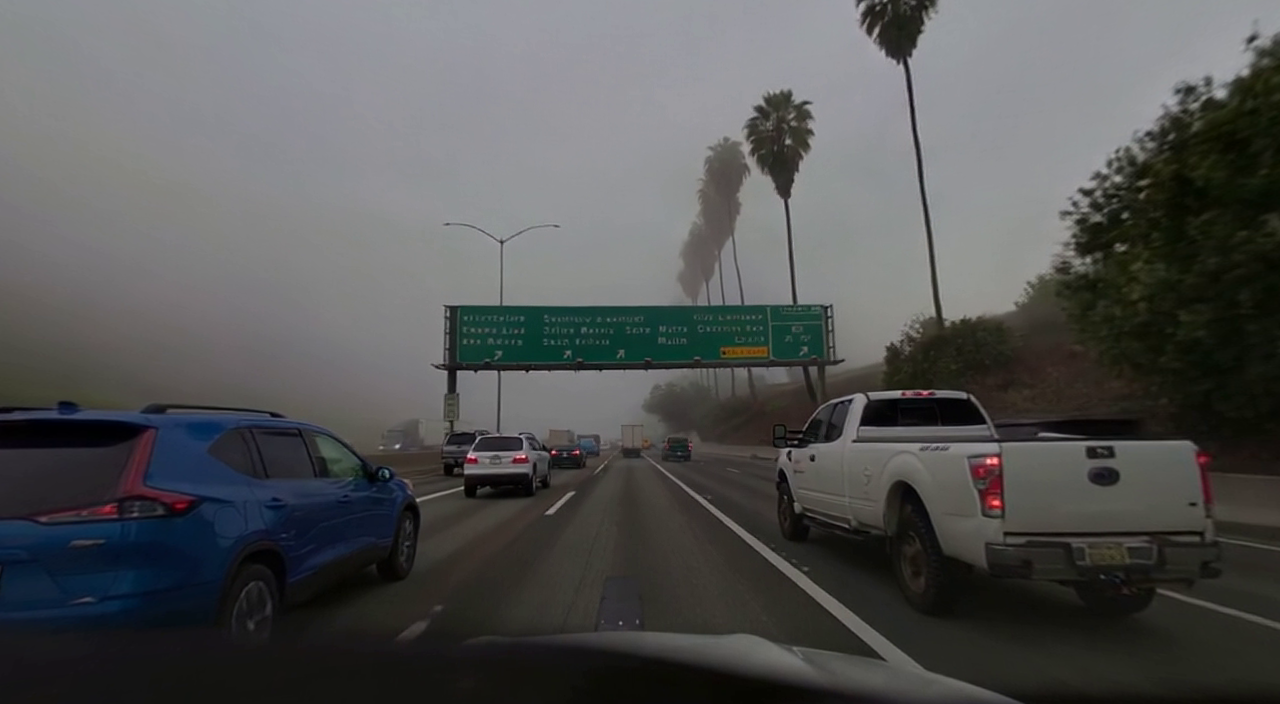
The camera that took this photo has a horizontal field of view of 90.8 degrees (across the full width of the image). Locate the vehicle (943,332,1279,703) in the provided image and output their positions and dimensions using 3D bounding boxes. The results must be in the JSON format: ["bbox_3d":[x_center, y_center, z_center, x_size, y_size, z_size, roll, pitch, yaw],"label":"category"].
[{"bbox_3d":[3.174,0.634,2.155,1.859,1.416,4.695,0,-9,-1],"label":"vehicle"}]

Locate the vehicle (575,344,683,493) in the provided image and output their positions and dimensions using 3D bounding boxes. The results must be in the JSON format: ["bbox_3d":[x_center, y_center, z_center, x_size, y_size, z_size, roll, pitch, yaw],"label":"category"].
[{"bbox_3d":[-0.167,2.607,22.610,2.906,4.040,10.743,-1,-9,1],"label":"vehicle"}]

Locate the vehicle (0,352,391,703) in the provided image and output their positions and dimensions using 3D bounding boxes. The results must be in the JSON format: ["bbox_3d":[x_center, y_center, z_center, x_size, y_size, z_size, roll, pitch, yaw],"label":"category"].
[{"bbox_3d":[-3.215,1.052,3.630,1.885,1.654,4.103,0,-9,0],"label":"vehicle"}]

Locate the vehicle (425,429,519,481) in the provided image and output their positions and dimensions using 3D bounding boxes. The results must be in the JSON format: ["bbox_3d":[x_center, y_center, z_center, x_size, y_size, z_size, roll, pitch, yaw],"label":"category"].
[{"bbox_3d":[-6.838,4.293,26.551,2.344,1.954,5.579,0,-9,1],"label":"vehicle"}]
